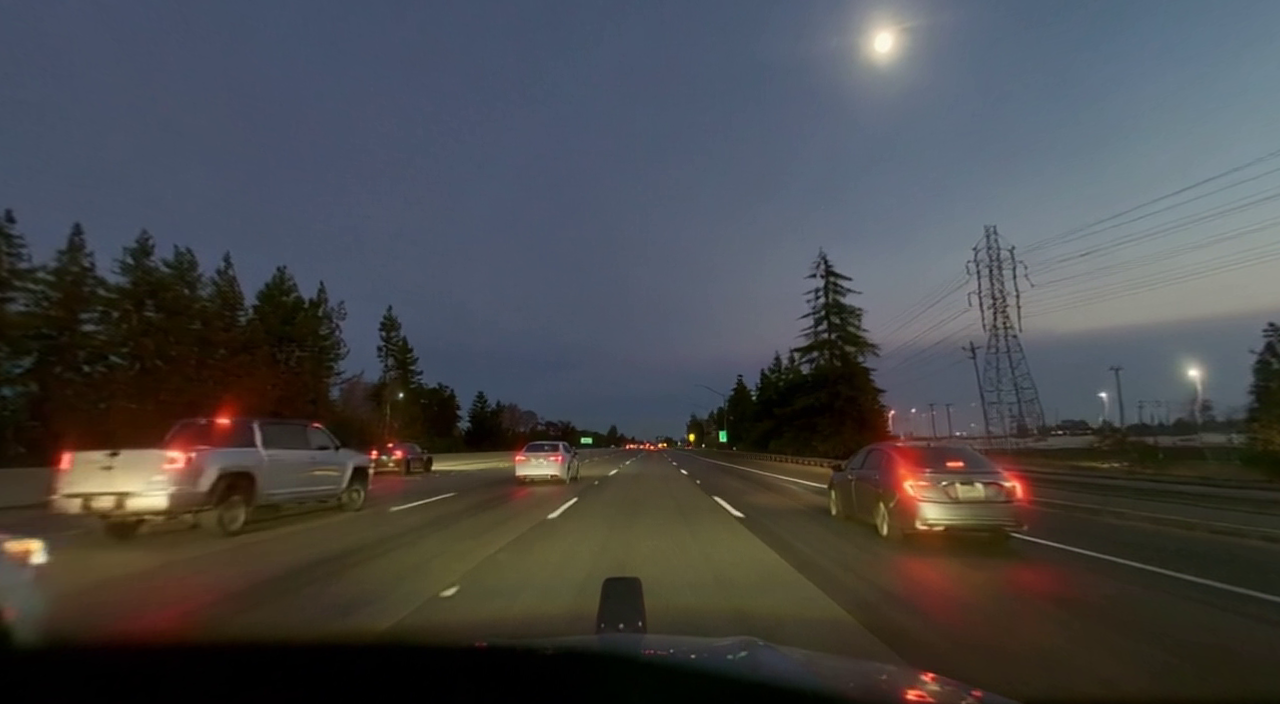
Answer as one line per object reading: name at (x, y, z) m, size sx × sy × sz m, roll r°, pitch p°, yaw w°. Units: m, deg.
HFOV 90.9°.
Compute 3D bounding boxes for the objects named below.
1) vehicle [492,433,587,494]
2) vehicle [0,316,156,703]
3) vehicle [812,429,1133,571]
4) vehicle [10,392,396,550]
vehicle at (-2.991, 3.447, 19.896) m, size 2.133 × 1.668 × 4.505 m, roll 0°, pitch -8°, yaw 2°
vehicle at (-3.402, 0.531, 0.643) m, size 2.133 × 1.775 × 4.530 m, roll 0°, pitch -8°, yaw 1°
vehicle at (4.144, 1.901, 9.014) m, size 2.022 × 1.472 × 4.678 m, roll 0°, pitch -8°, yaw 0°
vehicle at (-6.827, 1.973, 11.146) m, size 2.658 × 2.048 × 5.689 m, roll 0°, pitch -8°, yaw 1°
